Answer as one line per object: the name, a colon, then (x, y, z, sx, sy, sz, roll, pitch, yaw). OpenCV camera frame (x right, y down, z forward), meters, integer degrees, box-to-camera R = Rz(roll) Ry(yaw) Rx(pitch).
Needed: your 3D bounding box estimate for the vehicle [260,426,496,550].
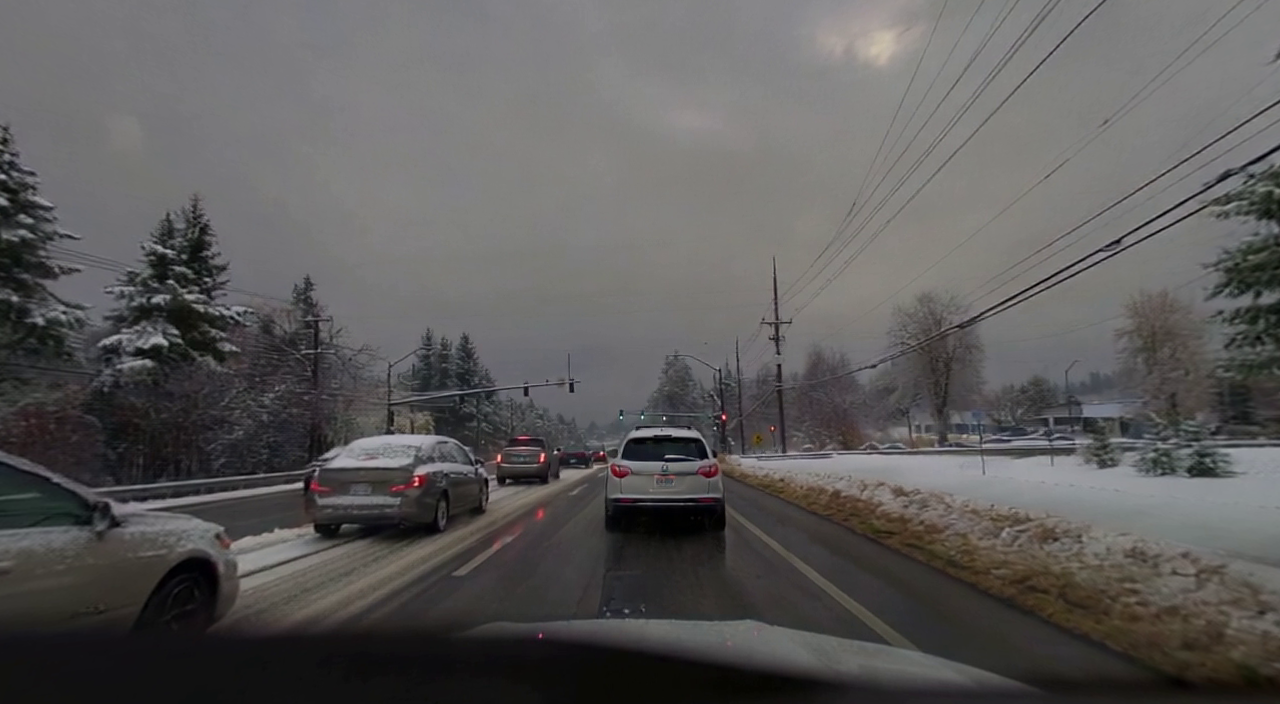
vehicle: (-3.811, 2.034, 10.095, 1.999, 1.563, 4.007, 0, -9, 1)

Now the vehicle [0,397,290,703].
vehicle: (-3.728, 0.898, 2.356, 2.051, 1.488, 4.806, 0, -9, 0)

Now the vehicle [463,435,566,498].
vehicle: (-3.590, 3.365, 18.909, 2.018, 1.621, 4.441, -1, -9, 2)

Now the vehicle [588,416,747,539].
vehicle: (0.422, 2.045, 10.795, 2.205, 1.691, 3.937, 0, -9, 1)
